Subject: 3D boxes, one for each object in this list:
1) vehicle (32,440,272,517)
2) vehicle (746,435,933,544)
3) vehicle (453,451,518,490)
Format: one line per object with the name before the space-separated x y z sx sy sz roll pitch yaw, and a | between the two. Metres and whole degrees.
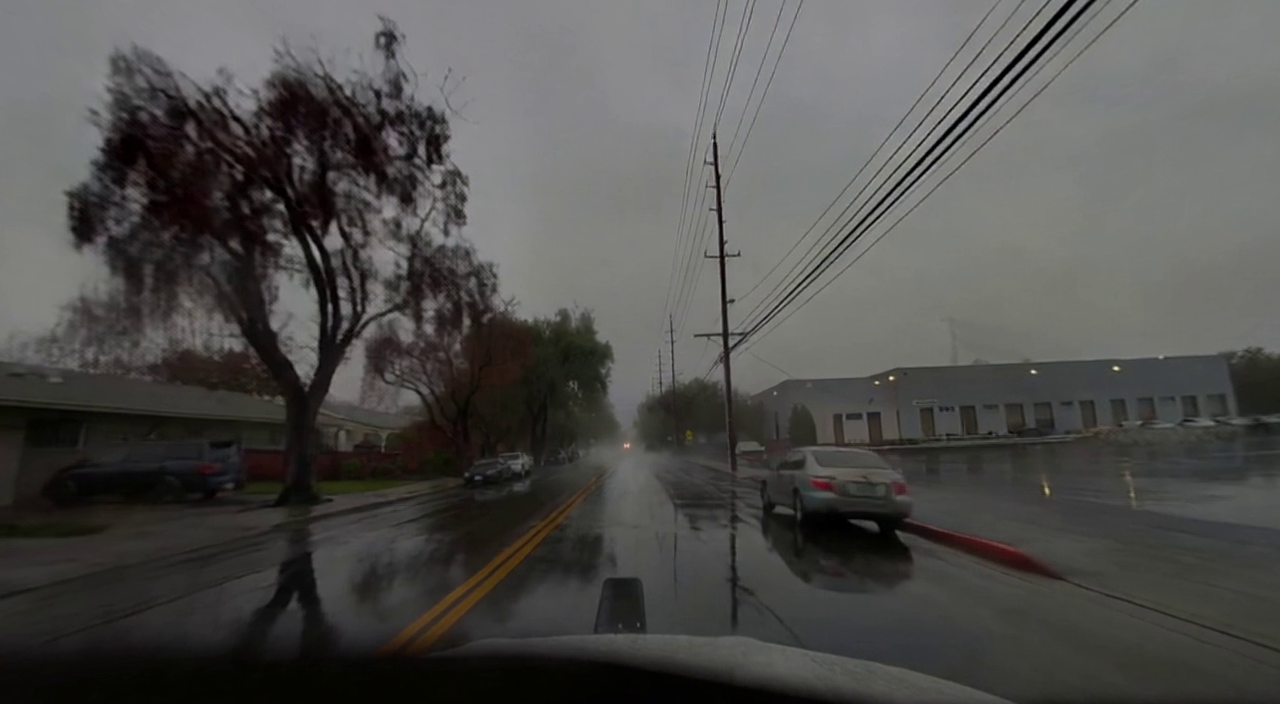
vehicle | -12.441 3.216 16.371 4.502 1.813 1.948 0 -8 -1
vehicle | 3.127 2.216 10.836 1.843 1.495 3.930 0 -8 -1
vehicle | -6.767 5.192 28.057 1.815 1.402 4.559 -4 -8 -2
